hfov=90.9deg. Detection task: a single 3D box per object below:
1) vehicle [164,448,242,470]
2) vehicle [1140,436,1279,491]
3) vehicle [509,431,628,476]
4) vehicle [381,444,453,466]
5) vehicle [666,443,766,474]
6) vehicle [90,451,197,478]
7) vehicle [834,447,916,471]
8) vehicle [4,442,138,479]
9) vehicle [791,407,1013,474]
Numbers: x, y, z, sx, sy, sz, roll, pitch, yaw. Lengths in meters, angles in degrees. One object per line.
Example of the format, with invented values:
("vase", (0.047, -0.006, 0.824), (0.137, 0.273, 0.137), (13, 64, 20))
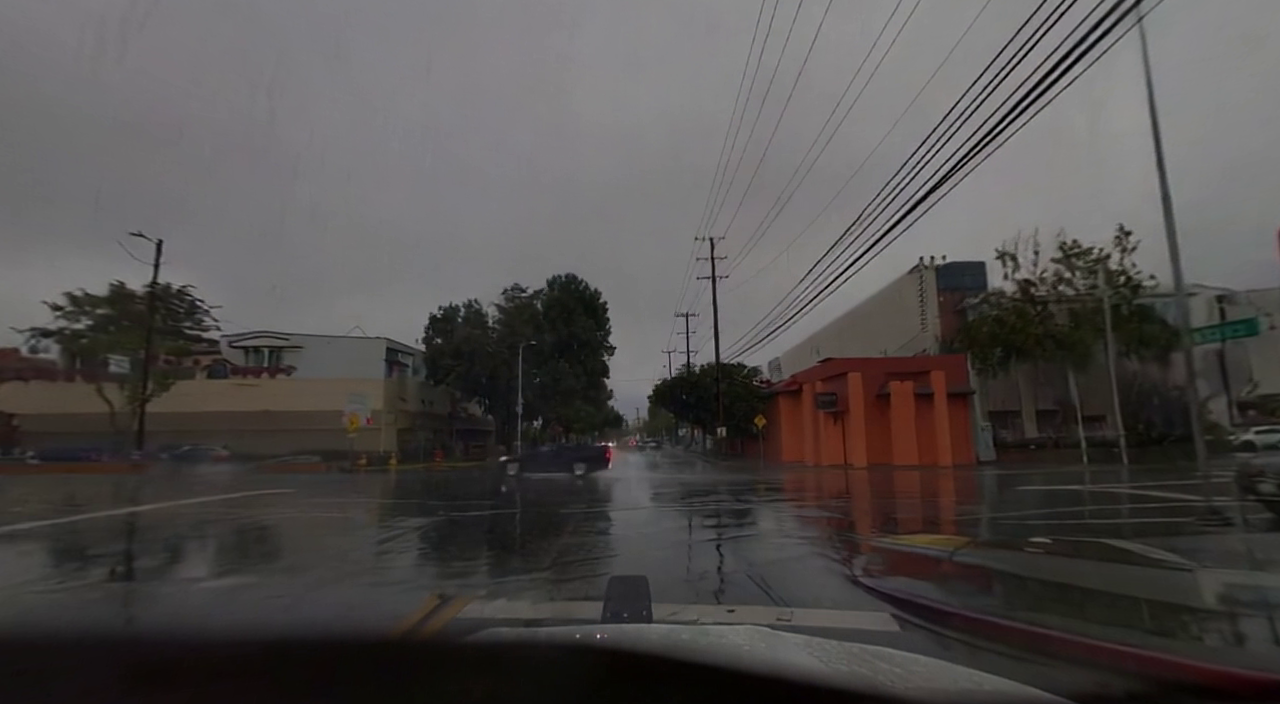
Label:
("vehicle", (-34.282, 8.393, 49.539), (4.674, 1.716, 1.860), (0, -8, -1))
("vehicle", (17.564, 3.197, 18.253), (4.645, 1.464, 2.033), (1, -8, -7))
("vehicle", (-3.178, 4.627, 28.879), (5.213, 1.960, 2.099), (0, -8, -2))
("vehicle", (-17.377, 8.049, 49.276), (4.952, 1.662, 1.935), (0, -8, -2))
("vehicle", (3.851, 5.473, 32.510), (4.855, 1.493, 1.831), (1, -8, -3))
("vehicle", (-30.242, 6.849, 38.465), (4.869, 1.517, 1.819), (0, -8, -2))
("vehicle", (14.705, 6.720, 39.575), (4.400, 1.419, 1.711), (0, -8, -3))
("vehicle", (-28.537, 5.433, 31.744), (4.689, 1.803, 1.958), (0, -8, -2))
("vehicle", (17.949, 6.130, 43.656), (14.239, 4.056, 2.970), (2, -8, -4))
